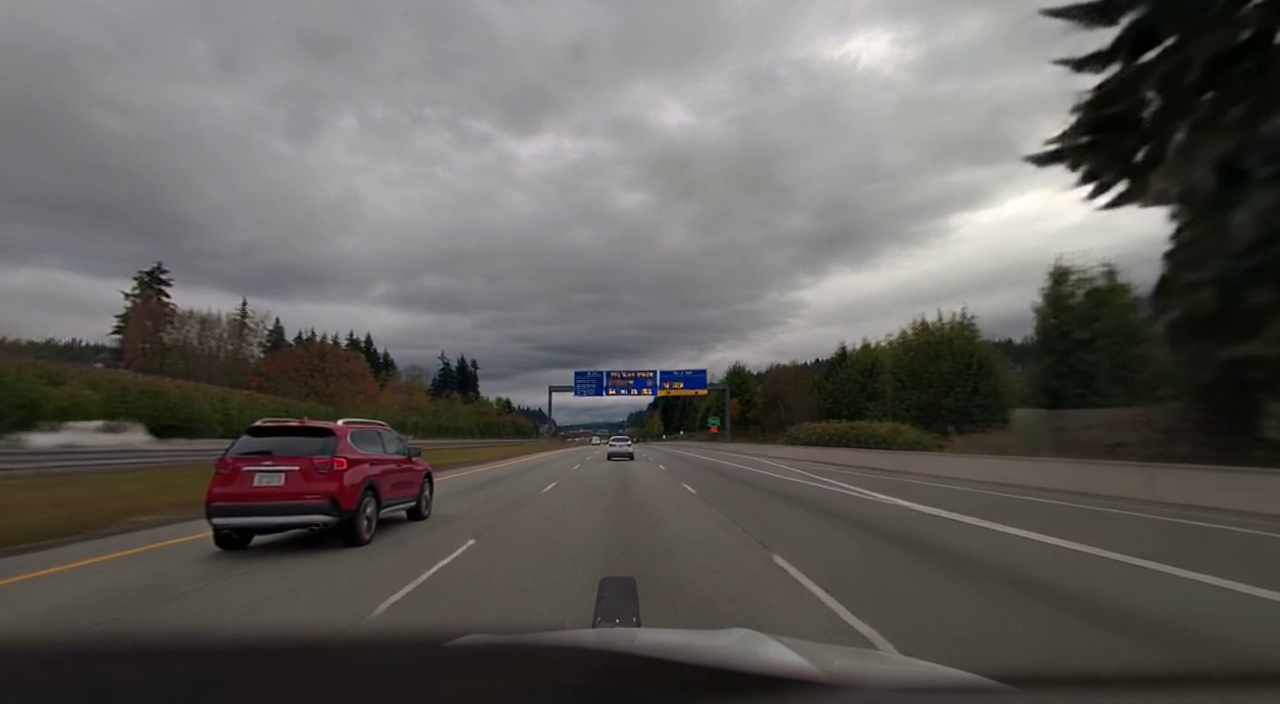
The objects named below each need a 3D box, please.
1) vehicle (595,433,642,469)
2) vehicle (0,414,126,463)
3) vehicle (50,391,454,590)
[{"bbox_3d":[-0.959,4.513,28.965,2.010,1.534,4.013,0,-8,-2],"label":"vehicle"},{"bbox_3d":[-20.439,2.948,21.430,2.003,1.476,4.565,0,-8,-1],"label":"vehicle"},{"bbox_3d":[-3.997,1.485,7.707,2.111,1.689,4.505,0,-8,-1],"label":"vehicle"}]
